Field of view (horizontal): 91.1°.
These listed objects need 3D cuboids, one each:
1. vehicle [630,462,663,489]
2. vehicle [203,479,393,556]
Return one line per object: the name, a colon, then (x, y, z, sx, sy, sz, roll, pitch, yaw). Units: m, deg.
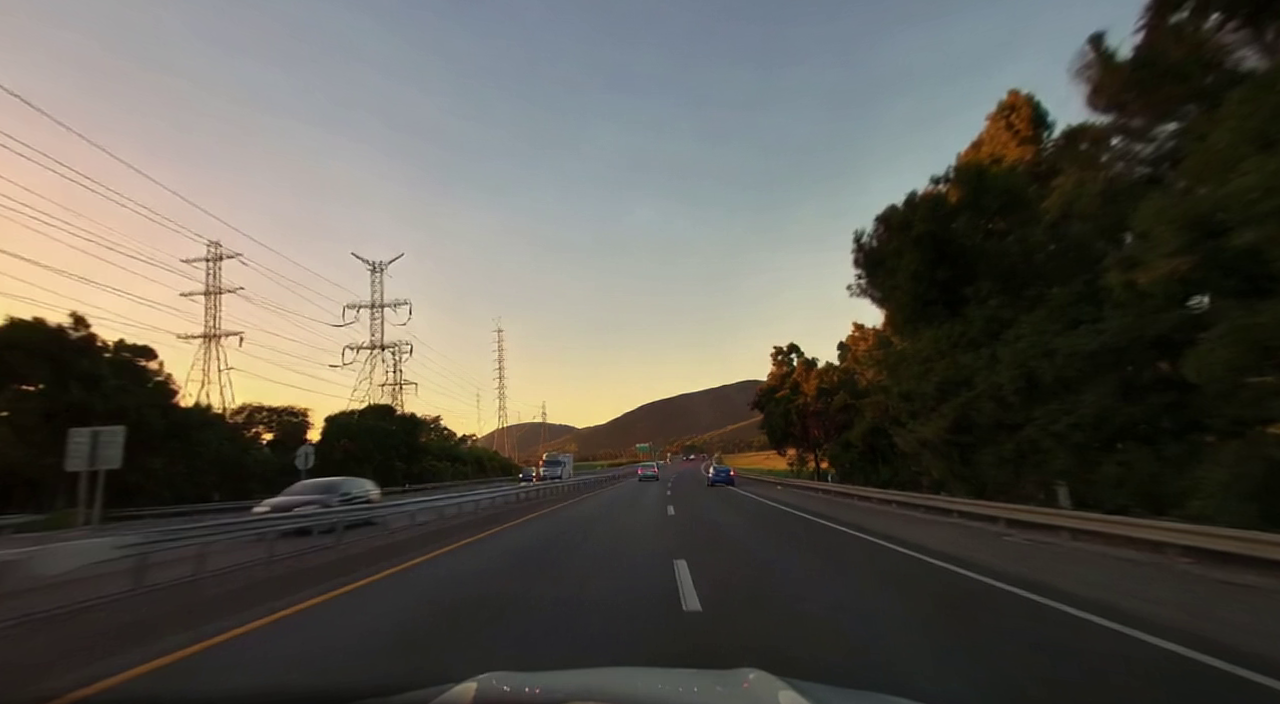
vehicle: (0.447, 8.004, 40.890, 2.038, 1.596, 4.246, 1, -10, 2)
vehicle: (-8.058, 3.913, 15.449, 1.858, 1.450, 4.656, 0, -10, 3)
